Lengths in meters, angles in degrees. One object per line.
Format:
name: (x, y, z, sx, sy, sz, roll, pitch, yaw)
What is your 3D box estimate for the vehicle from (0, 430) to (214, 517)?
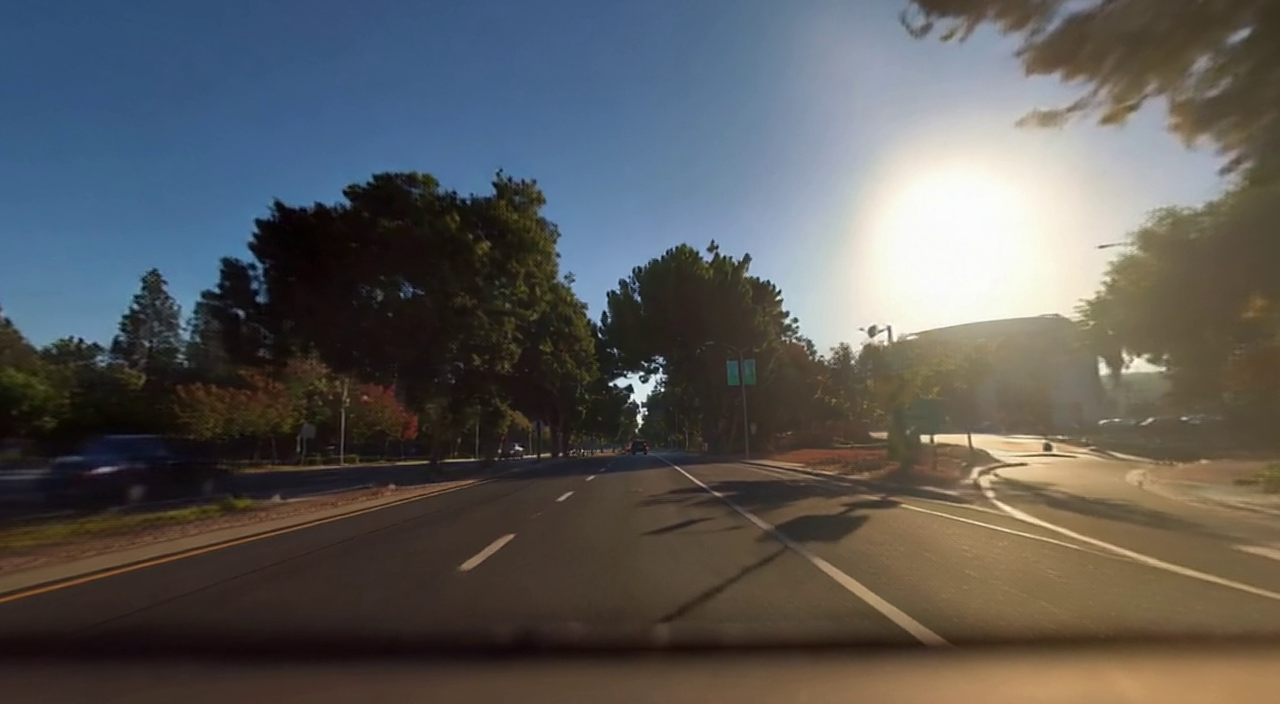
vehicle: (-13.106, 2.806, 15.212, 2.156, 1.728, 4.968, 0, -8, 1)
